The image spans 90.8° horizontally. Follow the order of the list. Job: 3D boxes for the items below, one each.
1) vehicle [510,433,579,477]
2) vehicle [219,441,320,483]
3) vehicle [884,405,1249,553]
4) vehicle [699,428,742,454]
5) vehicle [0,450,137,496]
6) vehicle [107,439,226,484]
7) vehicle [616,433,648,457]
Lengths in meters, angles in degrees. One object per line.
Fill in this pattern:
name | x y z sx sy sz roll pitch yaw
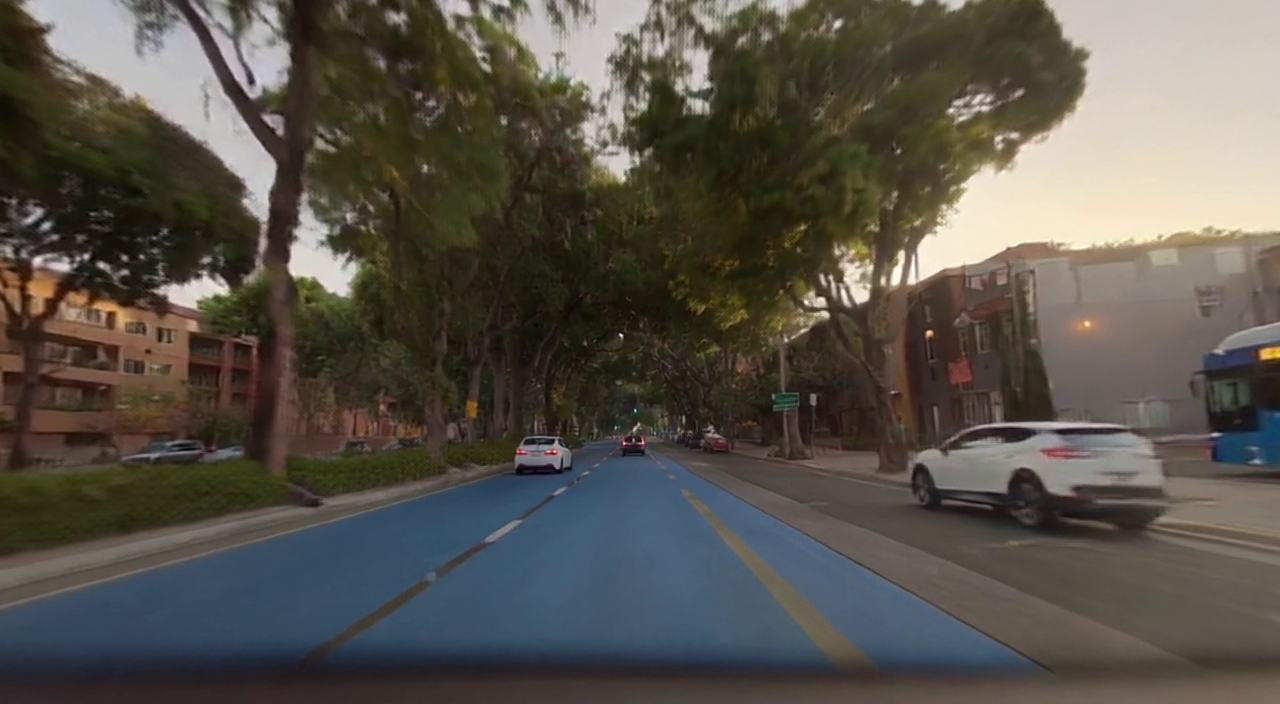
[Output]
vehicle | -3.546 3.894 24.161 1.934 1.522 4.287 0 -8 0
vehicle | -15.307 4.536 26.370 1.806 1.590 4.151 0 -8 -2
vehicle | 6.378 1.984 10.728 2.206 1.803 5.753 0 -8 0
vehicle | 5.964 6.743 47.752 2.390 1.816 6.050 0 -8 -1
vehicle | -22.142 4.499 23.966 2.137 1.493 4.852 0 -8 -1
vehicle | -21.853 5.070 29.475 1.947 1.857 4.851 -1 -9 -3
vehicle | -0.511 6.182 42.109 1.999 1.520 3.896 0 -8 0
